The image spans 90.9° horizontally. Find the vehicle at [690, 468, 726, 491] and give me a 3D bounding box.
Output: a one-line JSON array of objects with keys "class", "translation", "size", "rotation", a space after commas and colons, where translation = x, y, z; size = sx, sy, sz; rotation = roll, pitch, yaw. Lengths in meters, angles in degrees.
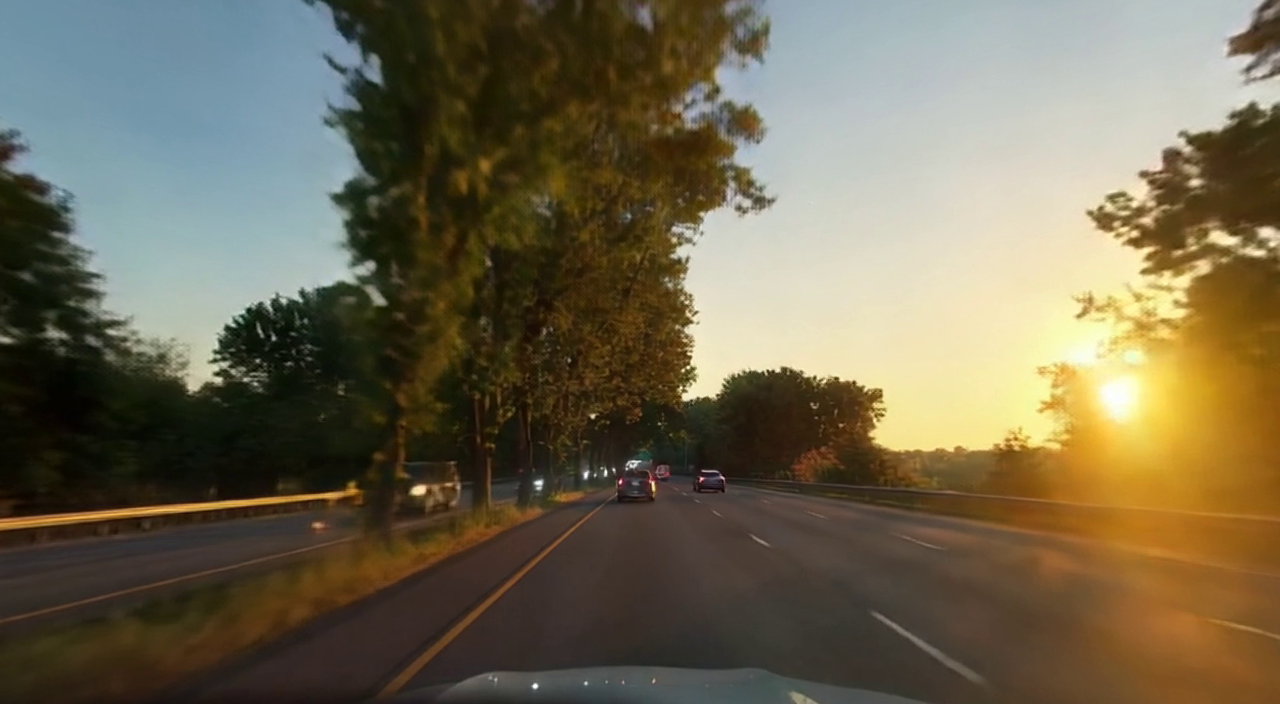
[{"class": "vehicle", "translation": [4.626, 8.719, 43.173], "size": [1.974, 1.476, 4.119], "rotation": [1, -10, 0]}]

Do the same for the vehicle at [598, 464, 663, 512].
[{"class": "vehicle", "translation": [-0.314, 4.649, 21.855], "size": [2.060, 1.473, 3.726], "rotation": [1, -10, -1]}]

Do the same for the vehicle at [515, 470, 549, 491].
[{"class": "vehicle", "translation": [-7.971, 9.492, 46.653], "size": [1.780, 1.447, 3.670], "rotation": [0, -10, 1]}]

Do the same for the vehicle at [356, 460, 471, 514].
[{"class": "vehicle", "translation": [-7.544, 4.553, 21.574], "size": [2.156, 1.596, 4.559], "rotation": [1, -10, 0]}]
